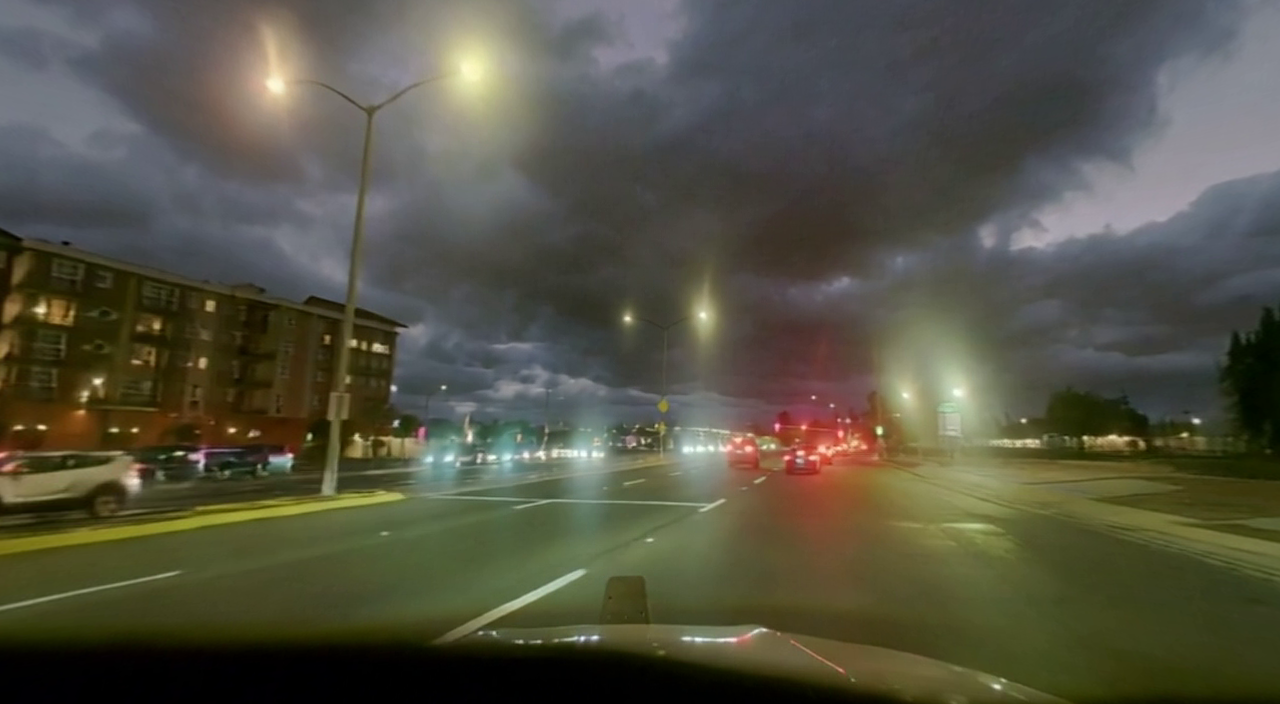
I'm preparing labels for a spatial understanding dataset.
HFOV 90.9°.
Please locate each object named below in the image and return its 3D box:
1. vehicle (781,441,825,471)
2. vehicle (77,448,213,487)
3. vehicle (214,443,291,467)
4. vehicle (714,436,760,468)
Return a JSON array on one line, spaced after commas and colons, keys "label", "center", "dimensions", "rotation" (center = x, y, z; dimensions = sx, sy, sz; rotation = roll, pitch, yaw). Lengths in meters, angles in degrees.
[{"label": "vehicle", "center": [8.610, 5.473, 33.328], "dimensions": [2.041, 1.444, 4.710], "rotation": [-2, -9, 14]}, {"label": "vehicle", "center": [-22.519, 5.213, 28.947], "dimensions": [1.875, 1.600, 4.604], "rotation": [-2, -9, 15]}, {"label": "vehicle", "center": [-26.118, 6.898, 42.511], "dimensions": [4.431, 1.510, 1.947], "rotation": [-3, -9, 20]}, {"label": "vehicle", "center": [5.599, 5.690, 35.978], "dimensions": [2.031, 1.692, 4.284], "rotation": [-2, -9, 16]}]
